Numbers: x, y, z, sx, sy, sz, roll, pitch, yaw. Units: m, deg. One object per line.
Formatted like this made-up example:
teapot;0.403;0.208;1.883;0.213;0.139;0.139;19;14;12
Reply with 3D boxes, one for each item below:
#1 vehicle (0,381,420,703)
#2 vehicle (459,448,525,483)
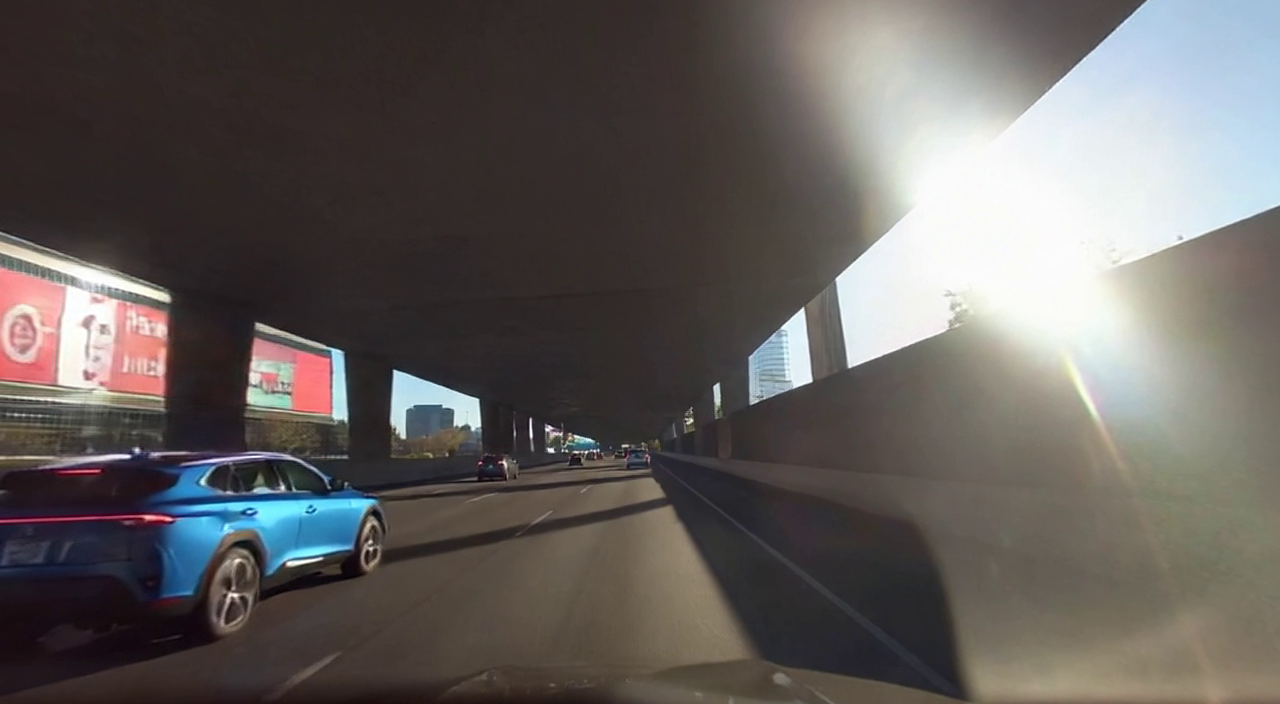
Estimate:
vehicle;-3.819;1.360;5.550;2.059;1.725;4.521;0;-9;1
vehicle;-7.159;5.541;31.011;1.998;1.542;4.953;0;-9;1
